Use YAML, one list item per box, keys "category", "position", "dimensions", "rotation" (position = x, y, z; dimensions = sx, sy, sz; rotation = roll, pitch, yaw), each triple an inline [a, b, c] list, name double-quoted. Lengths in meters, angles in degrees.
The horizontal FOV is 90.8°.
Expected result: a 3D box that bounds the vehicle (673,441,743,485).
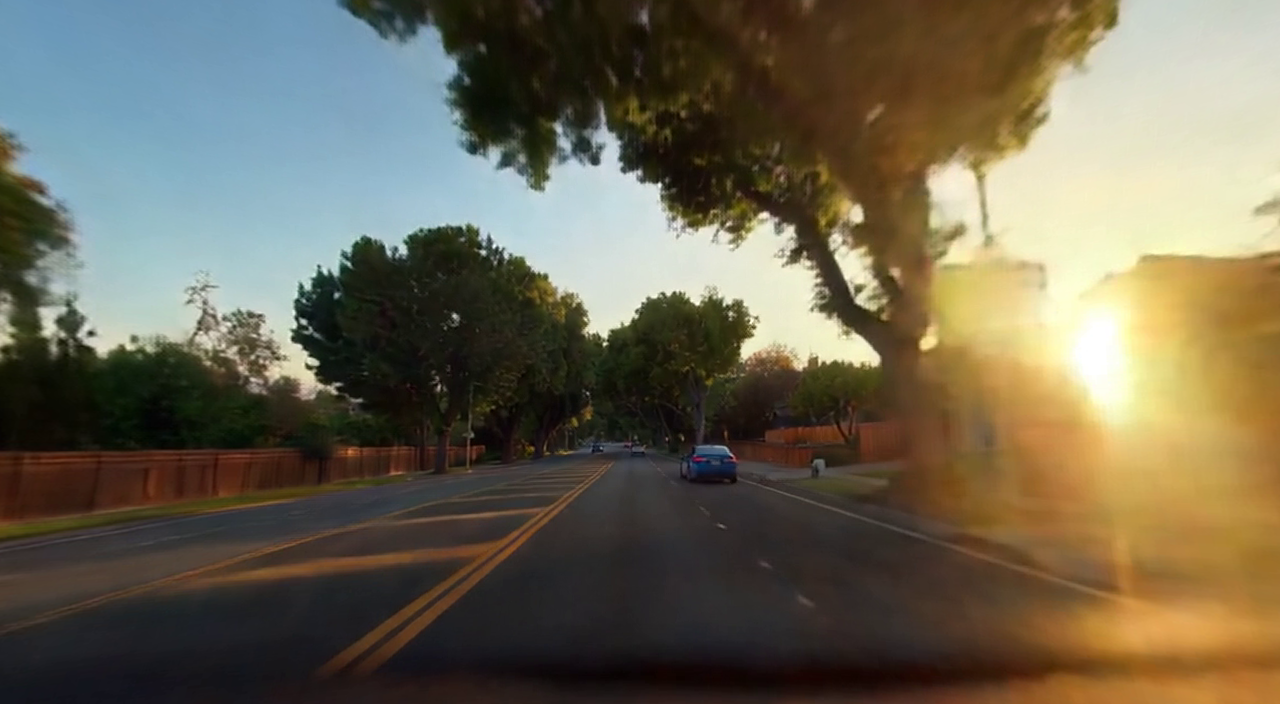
- category: "vehicle"
  position: [2.386, 4.019, 23.198]
  dimensions: [1.991, 1.476, 4.153]
  rotation: [0, -9, -2]
